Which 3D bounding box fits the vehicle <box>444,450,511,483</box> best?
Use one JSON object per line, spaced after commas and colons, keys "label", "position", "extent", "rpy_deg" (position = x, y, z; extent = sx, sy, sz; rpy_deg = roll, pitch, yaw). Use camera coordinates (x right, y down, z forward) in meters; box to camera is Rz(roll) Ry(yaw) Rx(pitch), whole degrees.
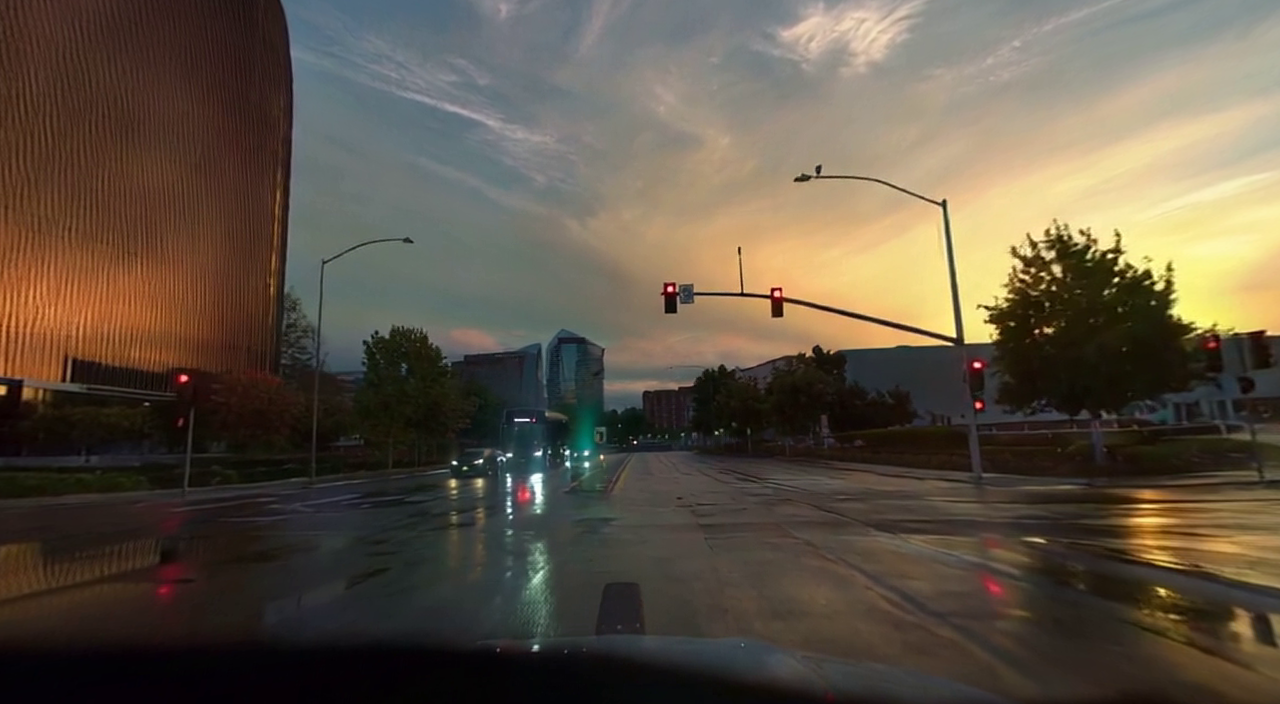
{"label": "vehicle", "position": [-8.146, 5.749, 31.977], "extent": [2.113, 1.535, 4.504], "rpy_deg": [0, -9, 1]}

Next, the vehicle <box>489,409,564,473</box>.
{"label": "vehicle", "position": [-7.520, 6.238, 43.688], "extent": [3.109, 3.888, 11.000], "rpy_deg": [0, -9, 0]}
